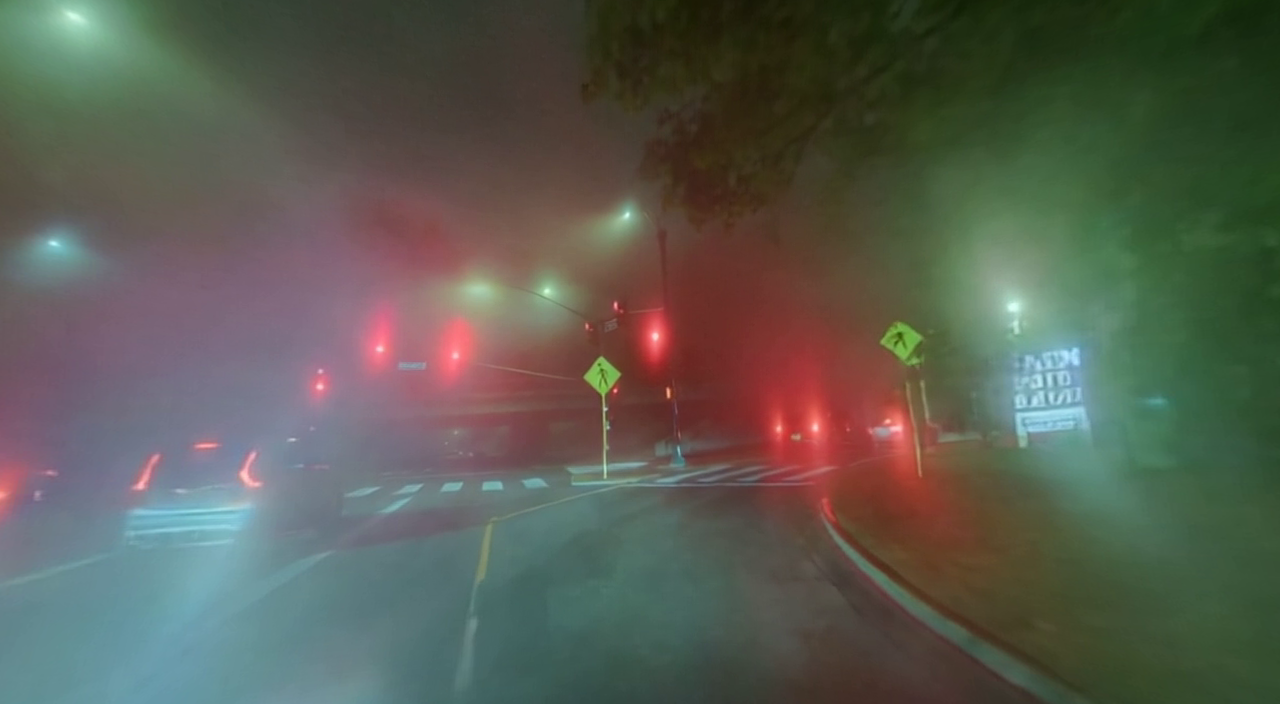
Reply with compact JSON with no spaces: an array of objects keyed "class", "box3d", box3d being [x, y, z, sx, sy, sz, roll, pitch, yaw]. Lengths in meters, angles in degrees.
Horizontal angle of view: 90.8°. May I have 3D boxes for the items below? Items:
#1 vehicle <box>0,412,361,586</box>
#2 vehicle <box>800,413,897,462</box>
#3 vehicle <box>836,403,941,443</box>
[{"class":"vehicle","box3d":[-5.796,1.859,9.138,2.066,1.672,5.581,2,-9,-12]},{"class":"vehicle","box3d":[7.745,3.164,23.261,1.908,1.622,4.166,-7,-11,39]},{"class":"vehicle","box3d":[13.069,3.770,33.208,5.144,1.954,2.122,4,-9,-27]}]
